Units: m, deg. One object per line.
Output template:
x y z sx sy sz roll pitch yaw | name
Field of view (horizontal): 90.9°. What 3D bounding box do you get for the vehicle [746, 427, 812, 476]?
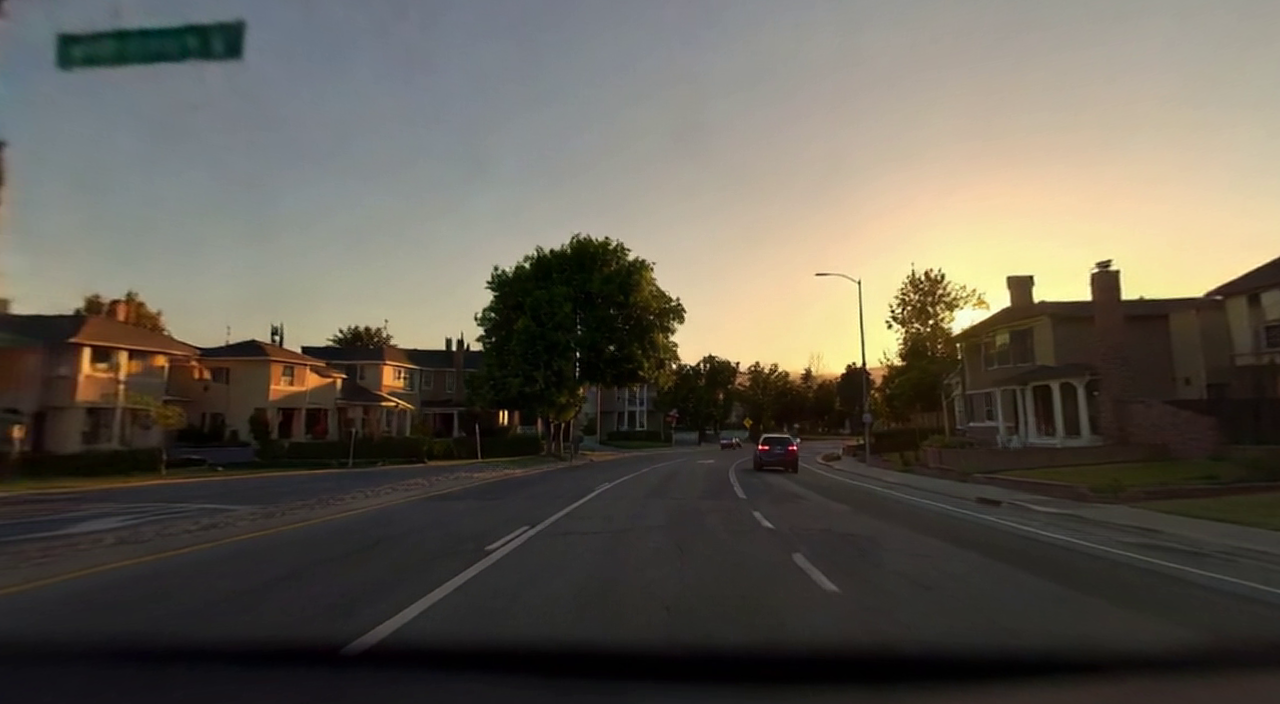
5.730 4.147 26.526 2.141 1.833 4.704 -1 -8 6 | vehicle
